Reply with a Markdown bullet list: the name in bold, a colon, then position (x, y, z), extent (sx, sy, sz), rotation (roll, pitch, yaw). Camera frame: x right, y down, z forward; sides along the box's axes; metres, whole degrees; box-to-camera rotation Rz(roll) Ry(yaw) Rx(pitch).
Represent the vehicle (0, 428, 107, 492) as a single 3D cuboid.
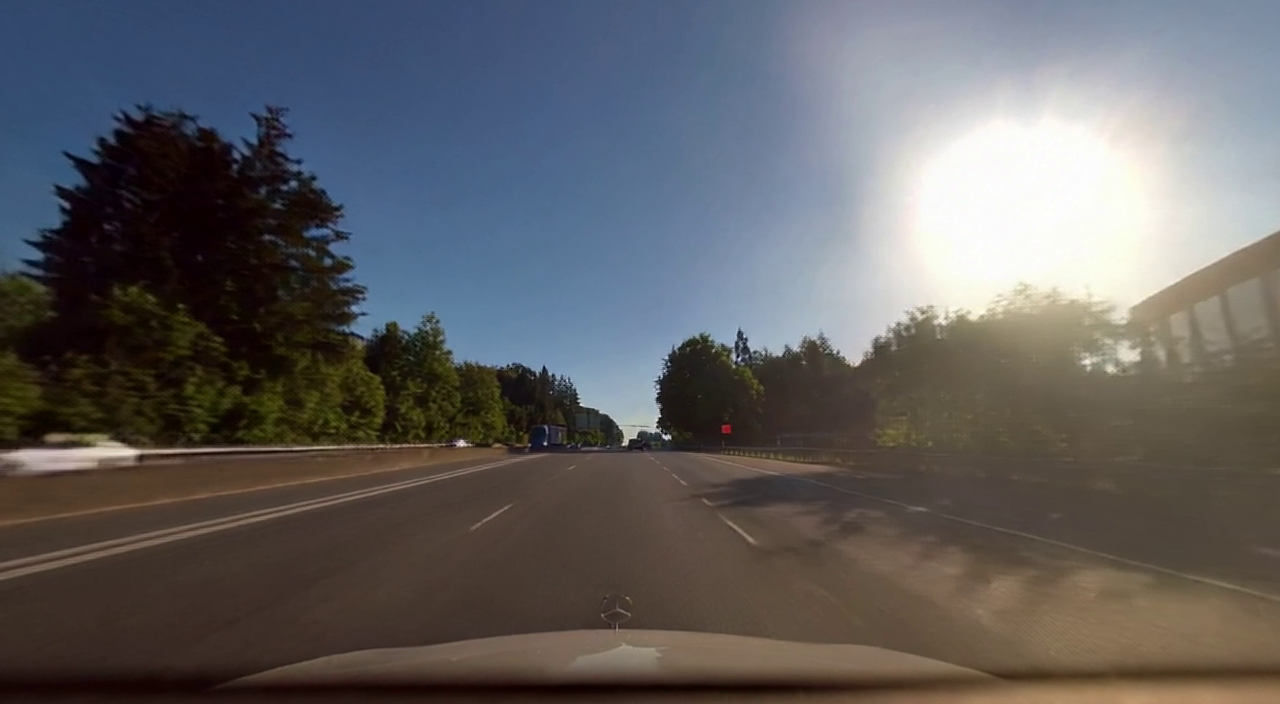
- **vehicle**: position (-17.099, 2.843, 16.784), extent (1.893, 1.595, 4.485), rotation (0, -8, -1)
